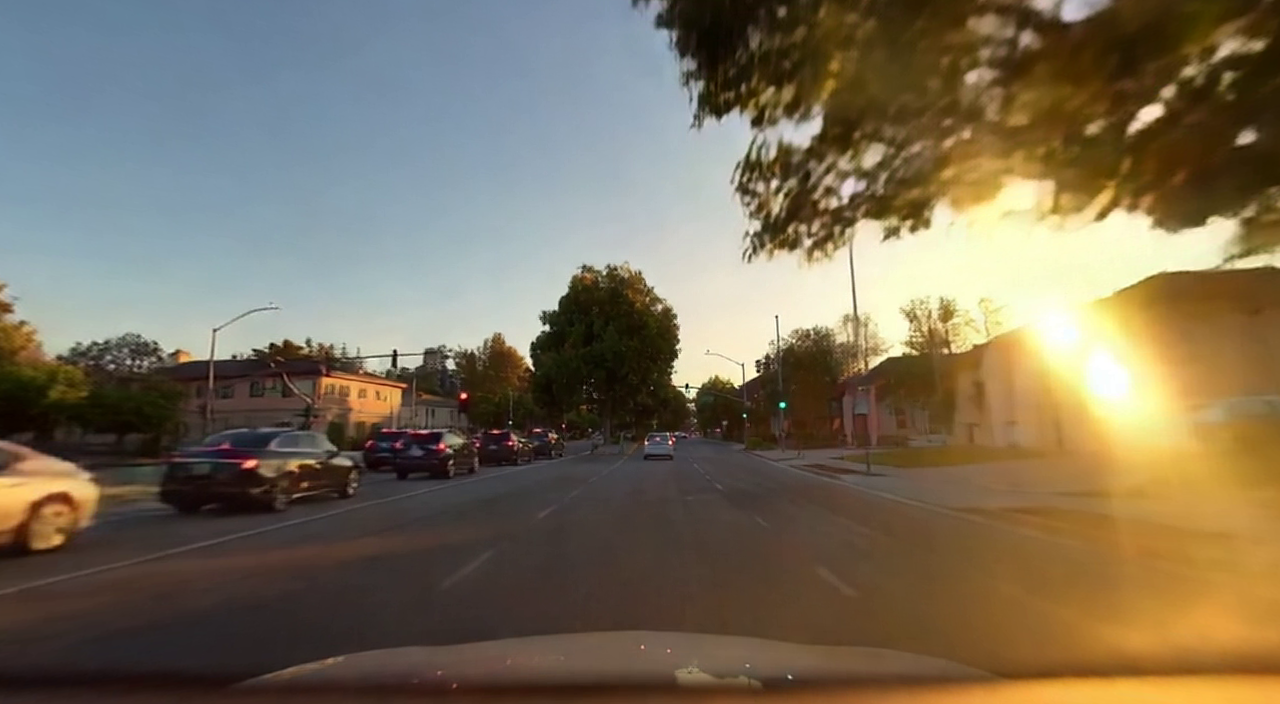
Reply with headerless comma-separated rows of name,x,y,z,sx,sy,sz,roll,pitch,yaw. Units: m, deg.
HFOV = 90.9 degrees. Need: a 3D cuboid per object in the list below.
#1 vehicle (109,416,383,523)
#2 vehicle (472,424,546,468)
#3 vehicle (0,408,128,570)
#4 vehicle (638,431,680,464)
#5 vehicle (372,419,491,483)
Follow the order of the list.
vehicle,-7.017,2.138,12.046,2.121,1.630,4.642,0,-8,2
vehicle,-6.027,4.418,29.722,2.111,1.864,4.932,-1,-8,4
vehicle,-7.375,1.318,5.920,1.870,1.616,3.765,0,-8,1
vehicle,1.074,5.172,34.318,2.197,1.682,3.642,0,-8,3
vehicle,-6.546,3.196,20.509,1.951,1.809,4.917,0,-8,3
